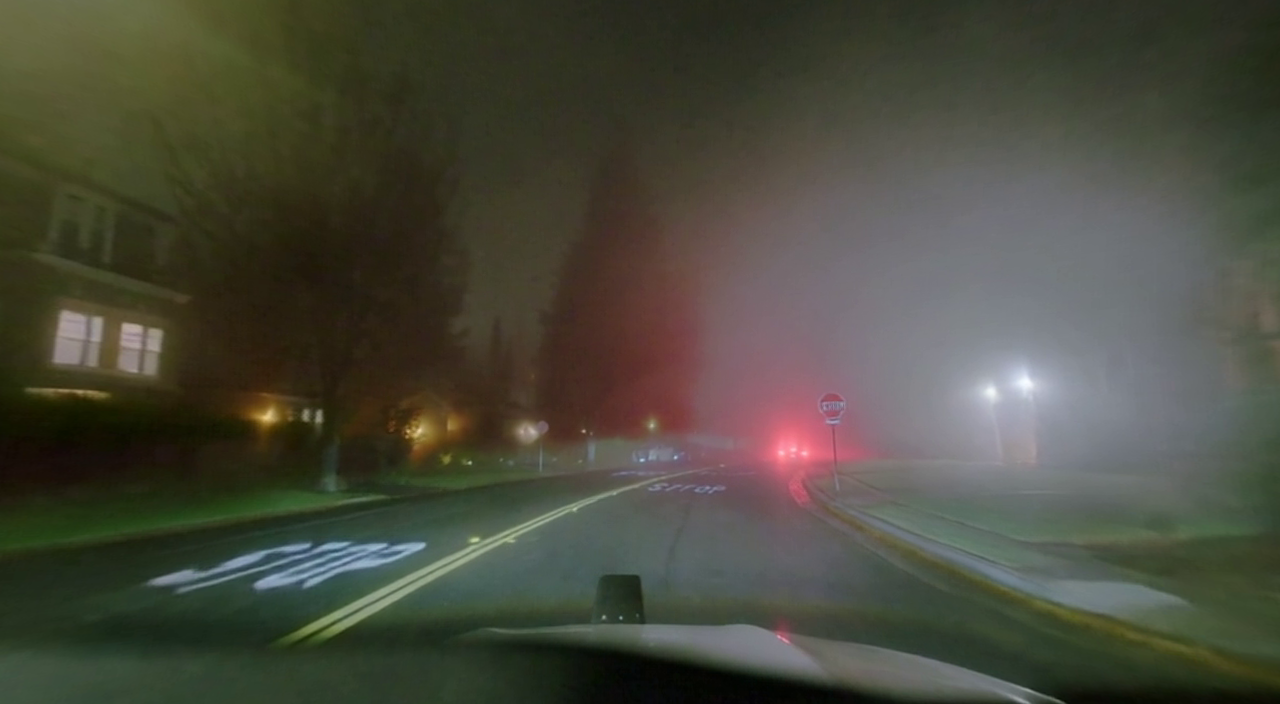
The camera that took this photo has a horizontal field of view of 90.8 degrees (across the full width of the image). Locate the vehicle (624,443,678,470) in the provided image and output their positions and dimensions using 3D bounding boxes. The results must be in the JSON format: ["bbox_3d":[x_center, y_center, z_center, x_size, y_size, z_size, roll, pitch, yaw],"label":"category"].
[{"bbox_3d":[0.826,7.161,43.379,2.030,1.696,4.828,-4,-10,24],"label":"vehicle"}]

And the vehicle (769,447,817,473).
[{"bbox_3d":[9.287,6.464,38.039,2.045,1.478,4.914,-4,-9,21],"label":"vehicle"}]
